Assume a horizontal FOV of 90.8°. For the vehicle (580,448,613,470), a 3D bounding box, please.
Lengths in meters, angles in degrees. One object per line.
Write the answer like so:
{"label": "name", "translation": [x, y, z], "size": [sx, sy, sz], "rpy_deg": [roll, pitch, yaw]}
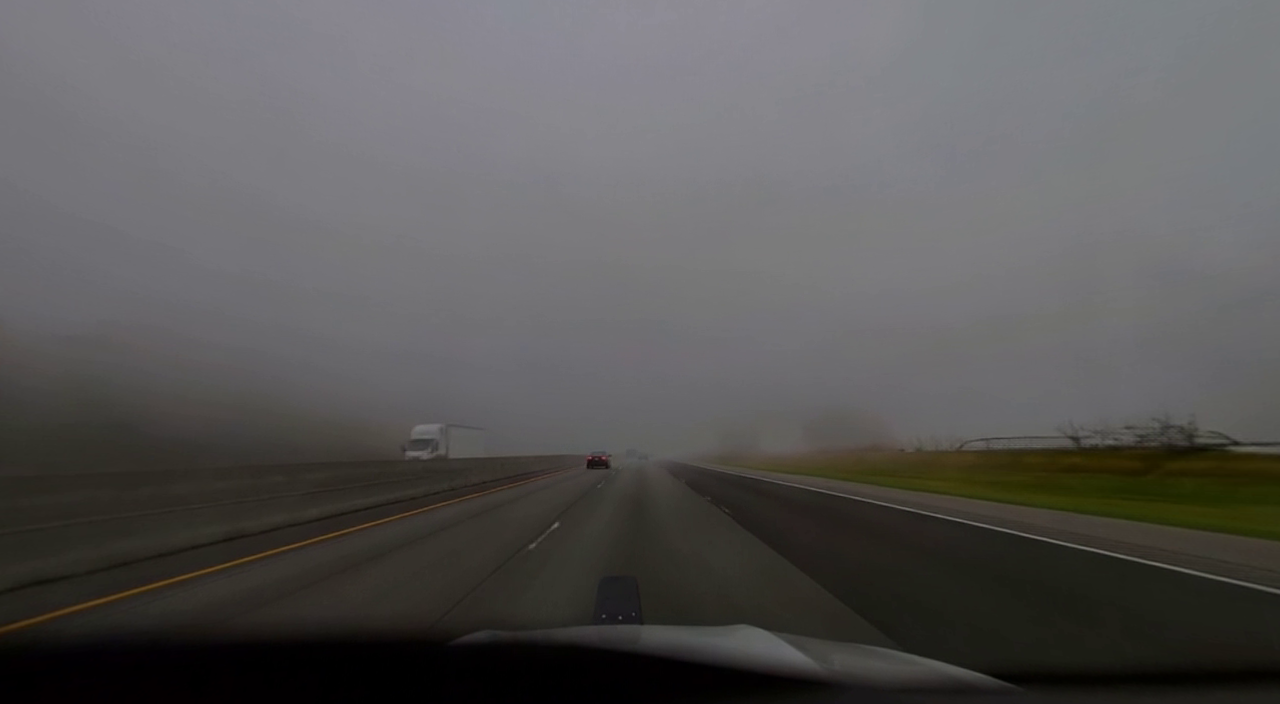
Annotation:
{"label": "vehicle", "translation": [-3.232, 8.123, 48.124], "size": [2.180, 1.537, 4.459], "rpy_deg": [0, -9, 0]}
